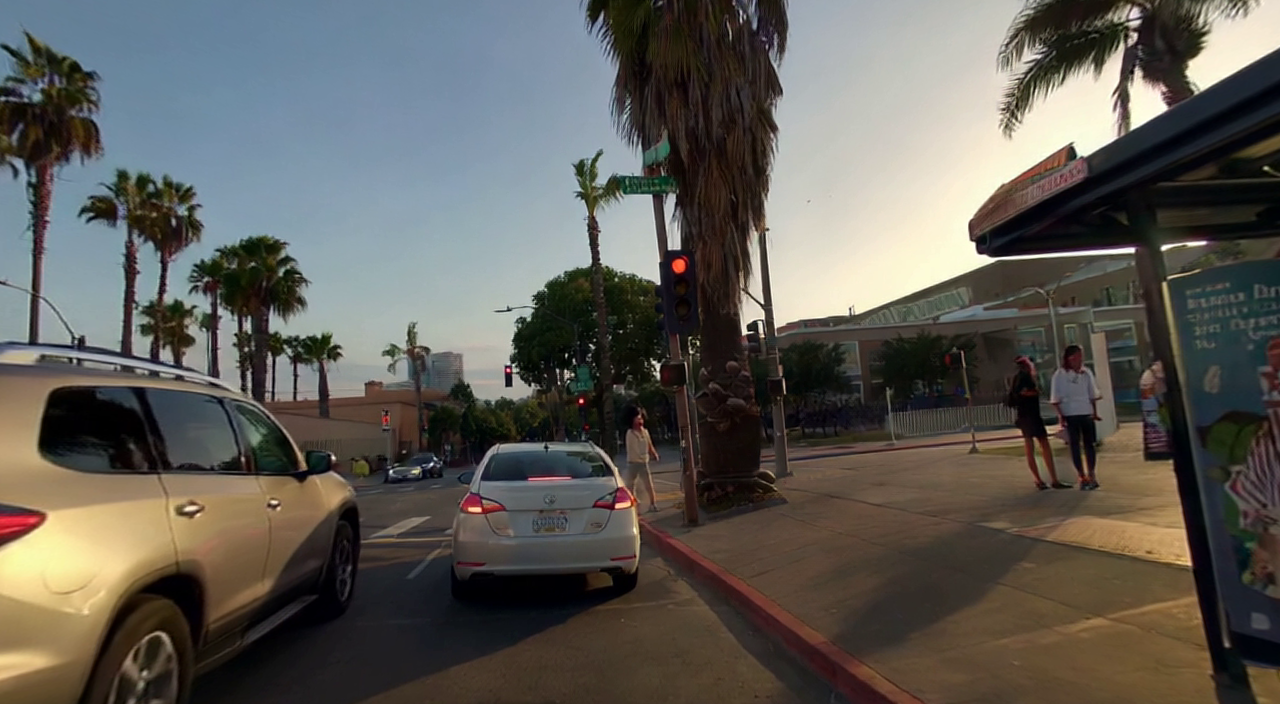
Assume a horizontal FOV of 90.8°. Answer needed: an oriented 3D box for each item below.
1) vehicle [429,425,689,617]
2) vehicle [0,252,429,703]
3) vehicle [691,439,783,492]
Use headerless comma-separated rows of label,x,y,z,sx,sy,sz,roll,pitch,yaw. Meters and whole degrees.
vehicle,-1.004,1.653,7.240,2.065,1.467,4.289,1,-9,-11
vehicle,-2.816,0.972,3.667,2.098,1.851,4.571,1,-9,-7
vehicle,4.899,5.756,32.205,3.986,1.636,1.903,10,5,-9
